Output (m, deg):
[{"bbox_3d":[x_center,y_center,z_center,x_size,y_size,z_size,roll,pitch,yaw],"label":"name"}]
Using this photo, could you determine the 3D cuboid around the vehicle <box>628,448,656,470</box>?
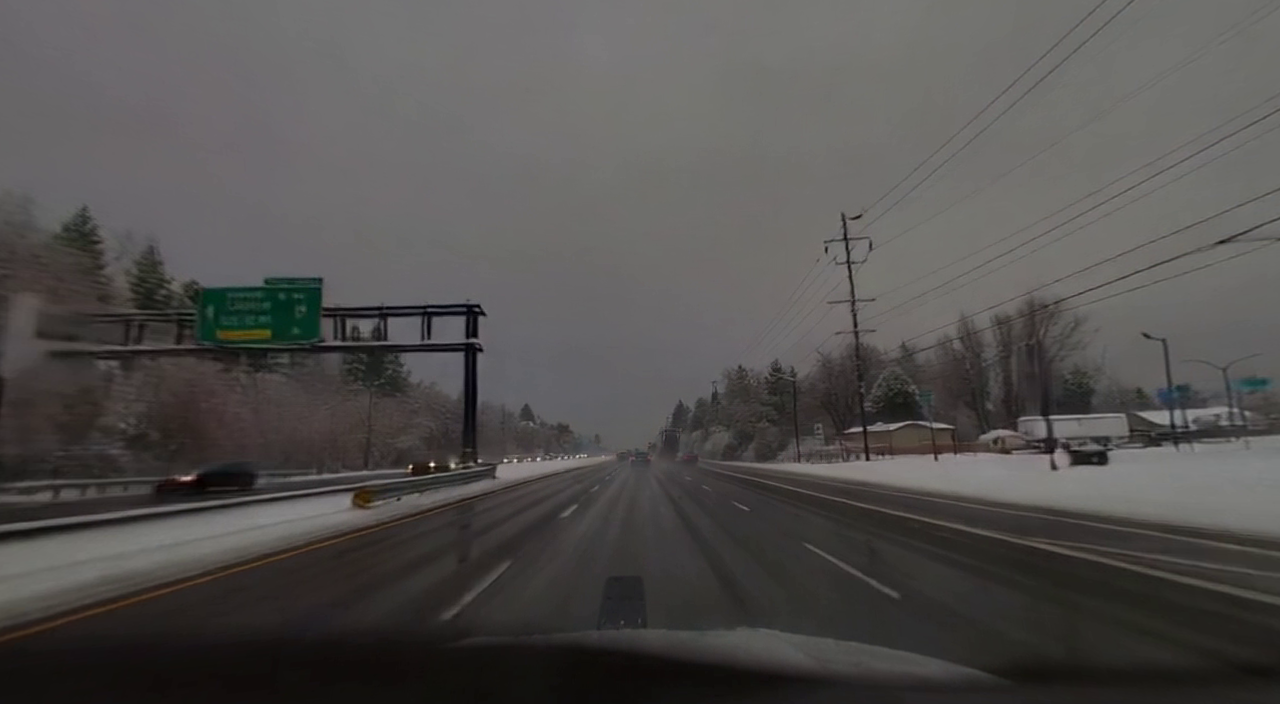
[{"bbox_3d":[0.137,8.216,48.666,2.111,1.599,3.859,0,-9,0],"label":"vehicle"}]

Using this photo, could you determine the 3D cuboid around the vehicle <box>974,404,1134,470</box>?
[{"bbox_3d":[31.801,6.853,49.779,3.055,4.465,14.288,0,-9,1],"label":"vehicle"}]
